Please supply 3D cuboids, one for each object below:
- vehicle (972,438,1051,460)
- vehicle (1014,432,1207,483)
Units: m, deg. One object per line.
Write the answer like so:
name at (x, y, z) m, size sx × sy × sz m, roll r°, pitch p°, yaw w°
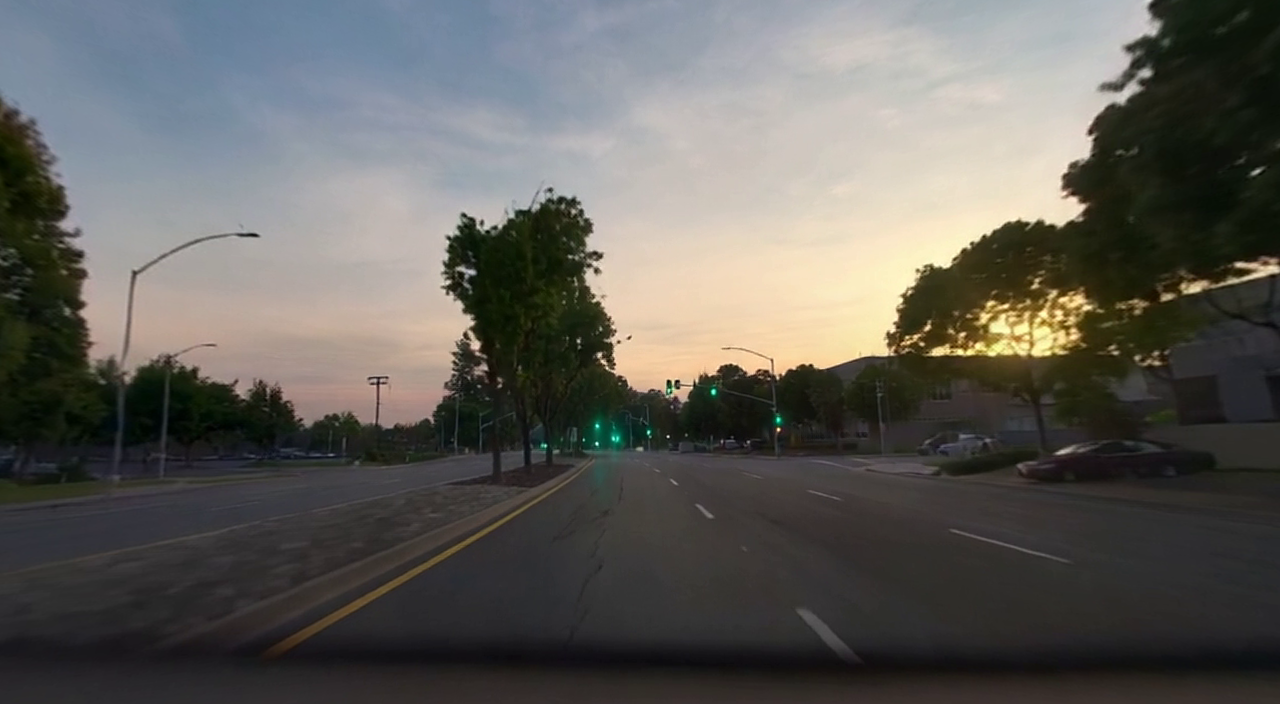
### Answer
vehicle at (24.789, 6.467, 42.115) m, size 4.053 × 1.376 × 1.945 m, roll 1°, pitch -9°, yaw -3°
vehicle at (15.918, 3.582, 21.531) m, size 4.982 × 1.441 × 1.951 m, roll -2°, pitch -8°, yaw -1°
